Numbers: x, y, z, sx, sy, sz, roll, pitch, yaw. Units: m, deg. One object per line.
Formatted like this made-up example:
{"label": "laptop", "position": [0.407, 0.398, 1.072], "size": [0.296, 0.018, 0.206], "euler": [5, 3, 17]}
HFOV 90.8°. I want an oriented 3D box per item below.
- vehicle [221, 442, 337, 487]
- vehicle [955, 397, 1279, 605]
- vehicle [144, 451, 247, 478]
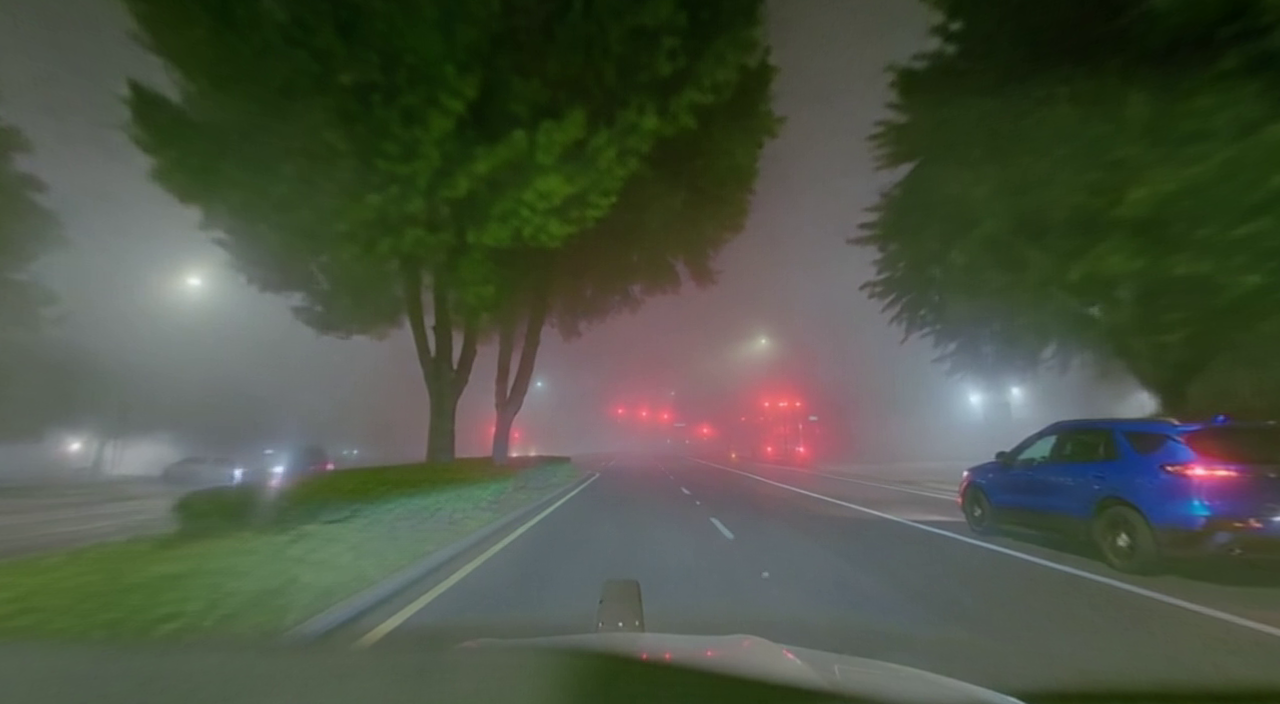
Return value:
{"label": "vehicle", "position": [-15.244, 4.761, 27.072], "size": [2.063, 1.718, 4.905], "euler": [0, -8, 0]}
{"label": "vehicle", "position": [6.111, 1.602, 7.765], "size": [2.012, 1.754, 4.635], "euler": [0, -8, -1]}
{"label": "vehicle", "position": [-24.992, 6.336, 35.621], "size": [4.461, 1.452, 1.855], "euler": [-1, -8, 3]}
